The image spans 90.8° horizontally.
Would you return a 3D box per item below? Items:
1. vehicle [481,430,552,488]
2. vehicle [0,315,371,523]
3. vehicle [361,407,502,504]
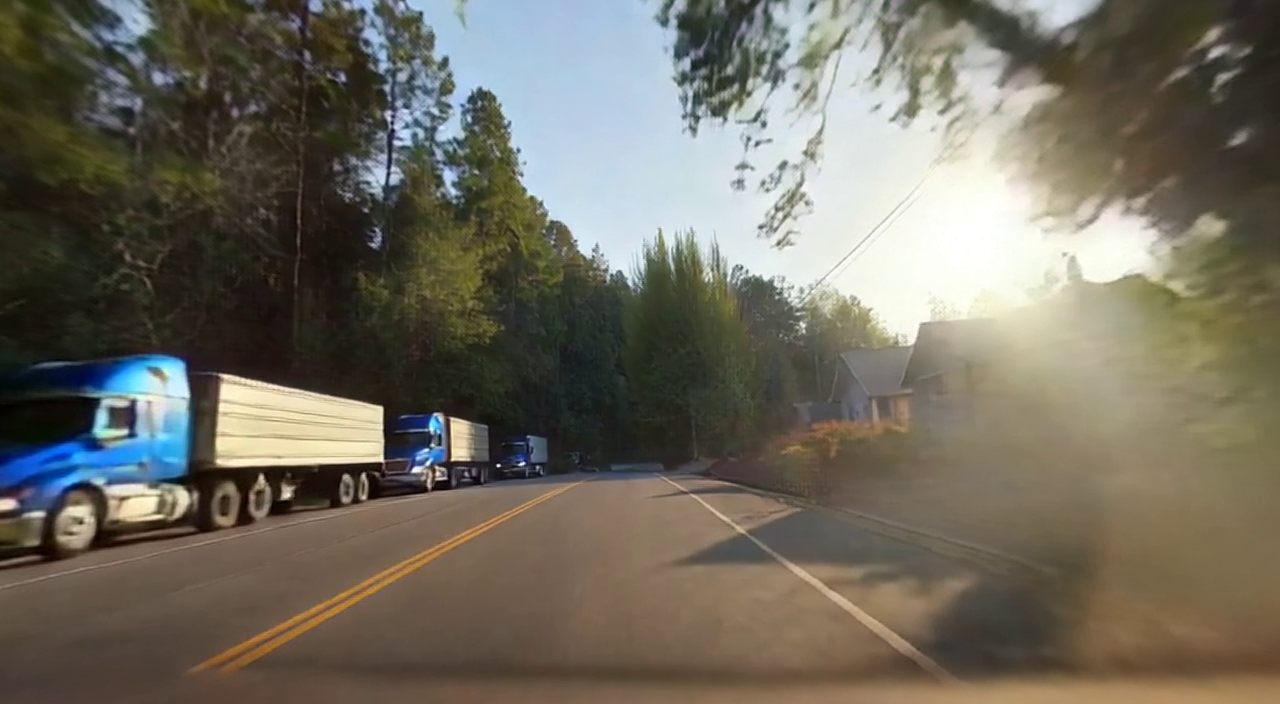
[{"bbox_3d":[-8.489,7.358,44.935,2.905,3.359,10.168,0,-6,1],"label":"vehicle"},{"bbox_3d":[-10.831,2.072,14.577,5.596,3.130,8.972,-4,-13,-2],"label":"vehicle"},{"bbox_3d":[-8.369,4.192,27.057,2.788,3.365,9.652,0,-6,0],"label":"vehicle"}]
